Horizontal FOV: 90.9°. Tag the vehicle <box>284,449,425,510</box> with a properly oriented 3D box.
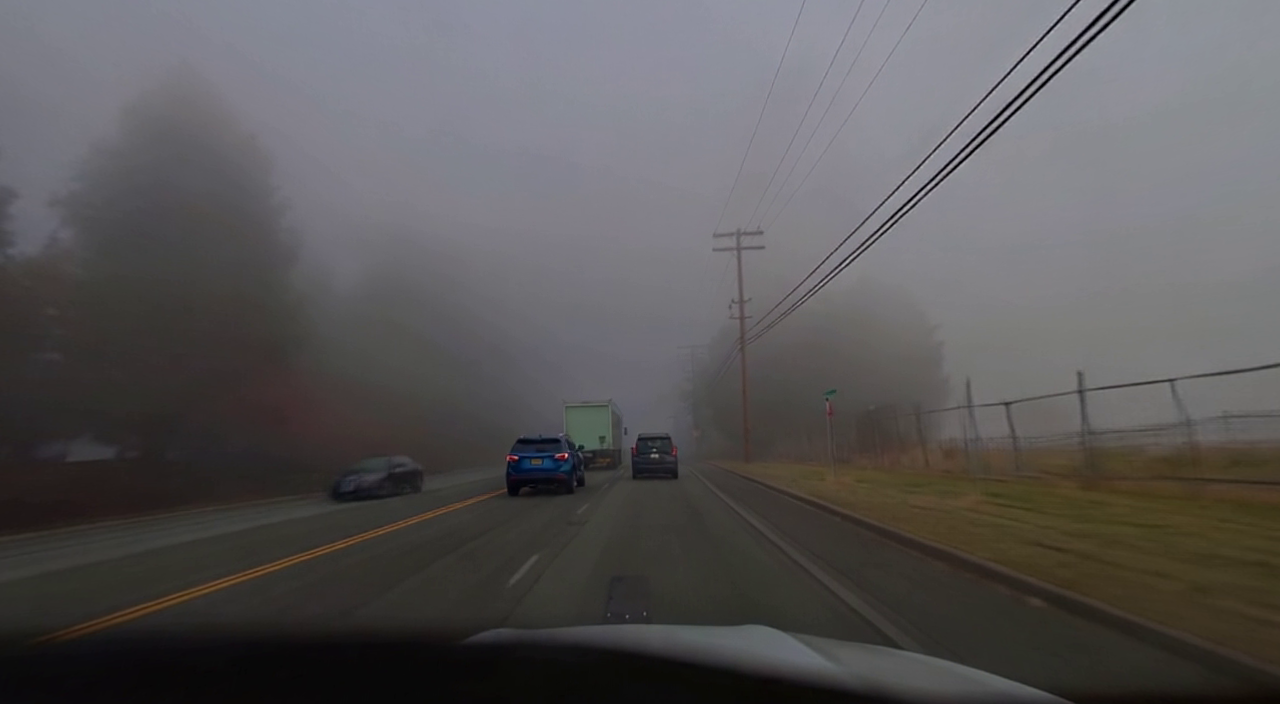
[{"bbox_3d":[-8.239,3.693,18.729,2.081,1.568,4.265,-1,-9,1],"label":"vehicle"}]

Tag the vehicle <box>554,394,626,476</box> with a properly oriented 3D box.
[{"bbox_3d":[-2.394,4.592,34.124,2.928,3.658,10.953,0,-9,0],"label":"vehicle"}]

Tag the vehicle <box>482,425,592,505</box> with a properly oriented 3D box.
[{"bbox_3d":[-2.591,3.001,17.093,2.093,1.832,4.508,-1,-9,2],"label":"vehicle"}]

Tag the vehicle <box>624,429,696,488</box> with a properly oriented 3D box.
[{"bbox_3d":[0.627,3.532,21.053,2.174,1.749,4.113,-1,-9,1],"label":"vehicle"}]
